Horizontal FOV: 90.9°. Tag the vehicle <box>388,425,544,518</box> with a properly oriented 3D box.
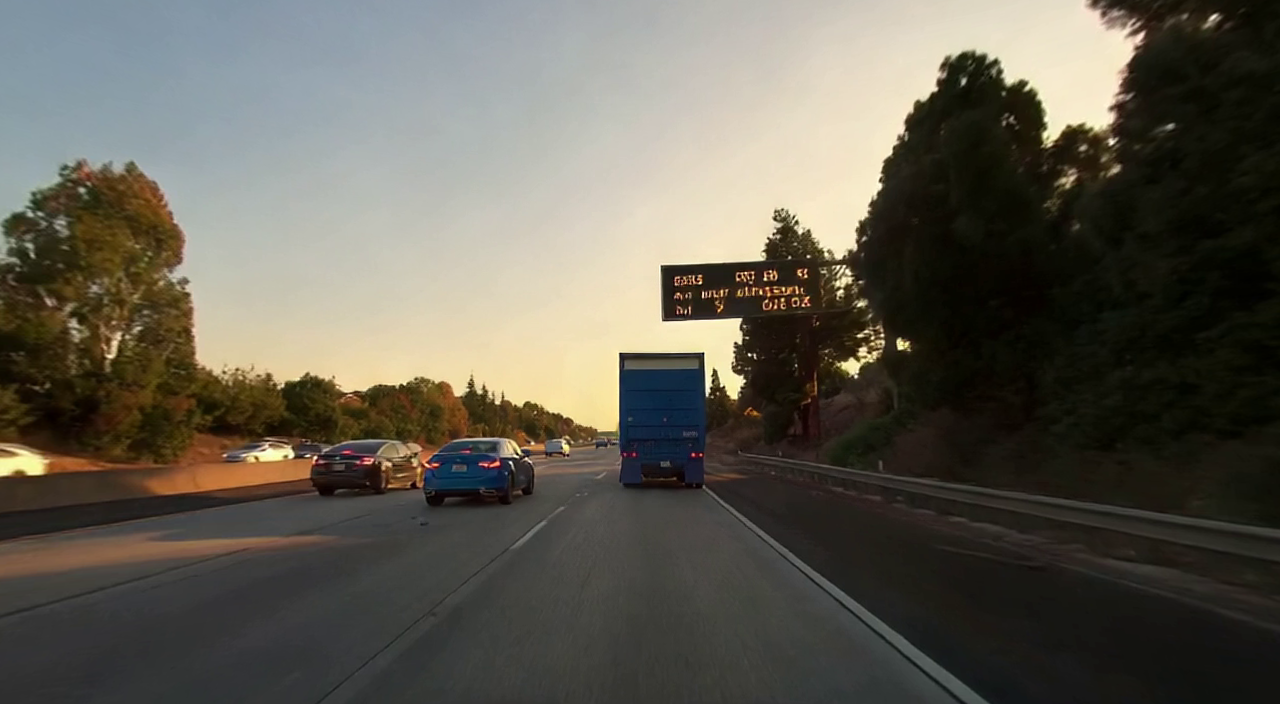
[{"bbox_3d":[-3.488,2.485,13.630,2.077,1.671,4.249,0,-8,1],"label":"vehicle"}]

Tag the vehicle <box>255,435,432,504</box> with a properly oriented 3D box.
[{"bbox_3d":[-7.287,2.928,16.229,2.063,1.480,4.842,0,-8,2],"label":"vehicle"}]

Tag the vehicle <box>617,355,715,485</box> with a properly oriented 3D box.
[{"bbox_3d":[0.782,2.779,24.040,2.870,3.841,10.653,0,-8,0],"label":"vehicle"}]

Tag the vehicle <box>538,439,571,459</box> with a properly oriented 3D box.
[{"bbox_3d":[-6.539,7.471,48.535,1.882,1.451,4.416,0,-8,1],"label":"vehicle"}]
